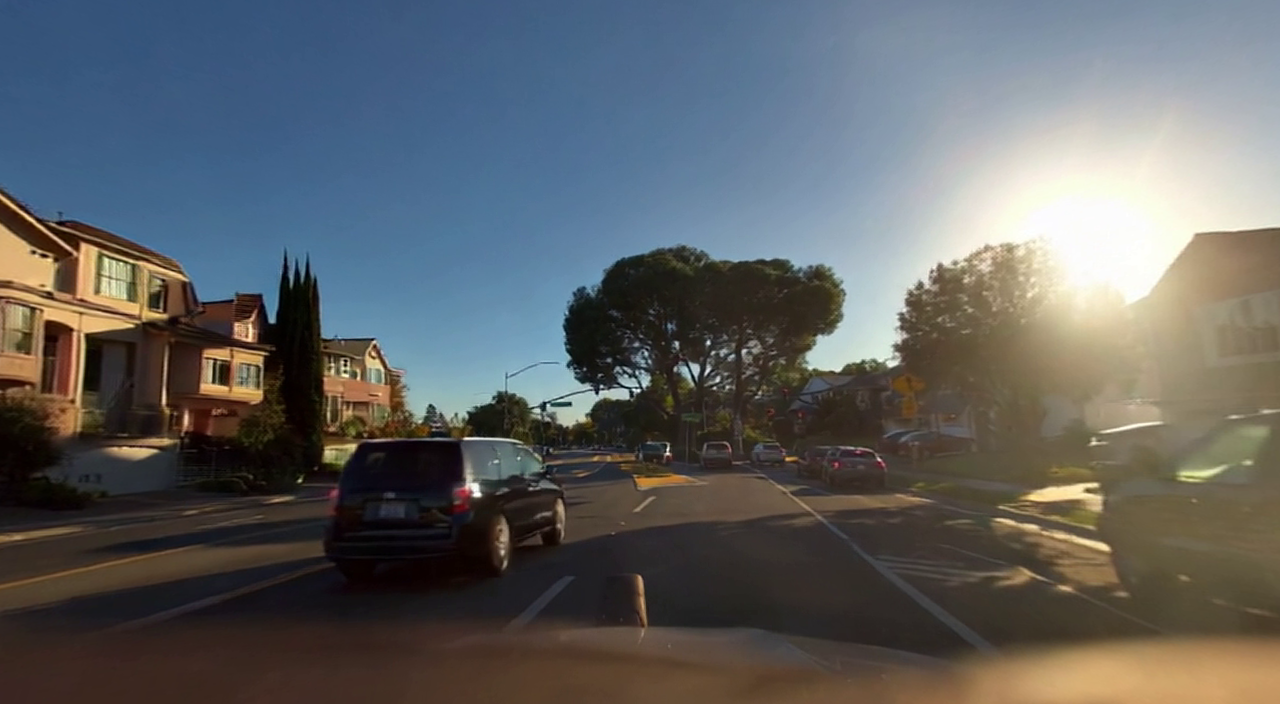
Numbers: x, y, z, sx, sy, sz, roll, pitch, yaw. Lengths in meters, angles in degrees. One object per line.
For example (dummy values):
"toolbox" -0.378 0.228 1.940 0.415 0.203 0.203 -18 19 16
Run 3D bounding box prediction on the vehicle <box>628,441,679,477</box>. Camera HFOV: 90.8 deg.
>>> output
"vehicle" 0.692 4.928 29.386 1.986 1.508 4.261 -1 -9 6

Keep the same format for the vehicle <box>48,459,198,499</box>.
"vehicle" -19.727 4.840 24.193 4.397 1.423 1.789 -1 -9 7

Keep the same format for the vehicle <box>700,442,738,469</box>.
"vehicle" 4.575 6.055 37.217 2.081 1.475 4.361 -1 -9 5

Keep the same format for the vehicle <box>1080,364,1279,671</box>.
"vehicle" 4.738 0.881 3.123 2.069 1.780 4.480 -1 -9 4

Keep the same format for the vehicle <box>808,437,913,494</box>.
"vehicle" 6.441 3.358 19.037 1.964 1.485 4.454 -1 -9 6

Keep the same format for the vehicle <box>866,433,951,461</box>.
"vehicle" 15.238 5.435 36.041 4.046 1.450 1.814 -2 -9 8

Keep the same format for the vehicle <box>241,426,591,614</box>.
"vehicle" -2.083 1.723 7.498 2.069 1.510 4.325 -2 -9 8
